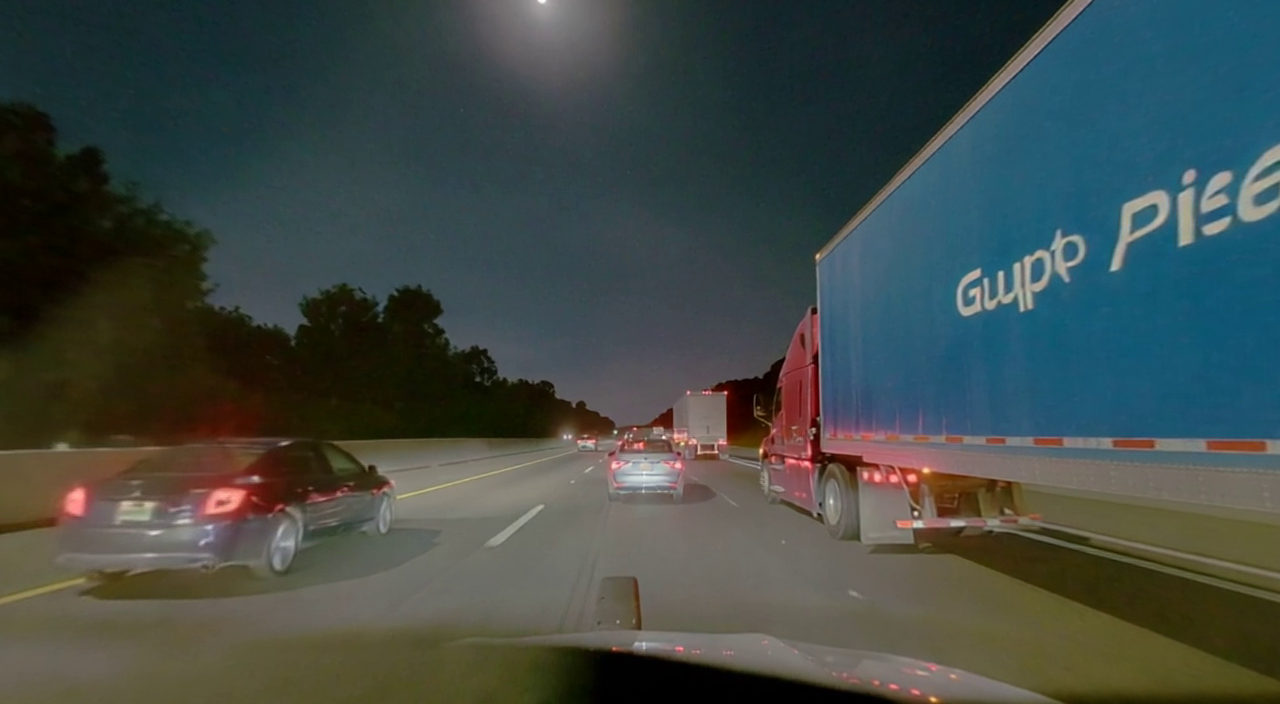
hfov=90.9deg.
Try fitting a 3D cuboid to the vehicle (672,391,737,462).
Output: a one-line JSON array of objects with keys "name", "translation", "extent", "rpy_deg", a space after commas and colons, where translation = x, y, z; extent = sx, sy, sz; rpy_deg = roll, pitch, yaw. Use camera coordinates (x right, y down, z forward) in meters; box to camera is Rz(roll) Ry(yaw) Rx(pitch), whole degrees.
[{"name": "vehicle", "translation": [4.050, 5.166, 43.037], "extent": [2.869, 4.067, 13.731], "rpy_deg": [0, -8, 0]}]

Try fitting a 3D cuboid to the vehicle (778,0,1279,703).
[{"name": "vehicle", "translation": [4.186, 0.028, 5.203], "extent": [2.816, 4.070, 14.136], "rpy_deg": [0, -8, 0]}]

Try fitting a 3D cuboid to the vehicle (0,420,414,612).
[{"name": "vehicle", "translation": [-4.391, 1.551, 7.084], "extent": [2.048, 1.452, 4.430], "rpy_deg": [0, -8, 0]}]

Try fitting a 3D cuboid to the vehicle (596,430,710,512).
[{"name": "vehicle", "translation": [0.218, 2.365, 13.059], "extent": [2.021, 1.435, 3.611], "rpy_deg": [0, -8, 0]}]
